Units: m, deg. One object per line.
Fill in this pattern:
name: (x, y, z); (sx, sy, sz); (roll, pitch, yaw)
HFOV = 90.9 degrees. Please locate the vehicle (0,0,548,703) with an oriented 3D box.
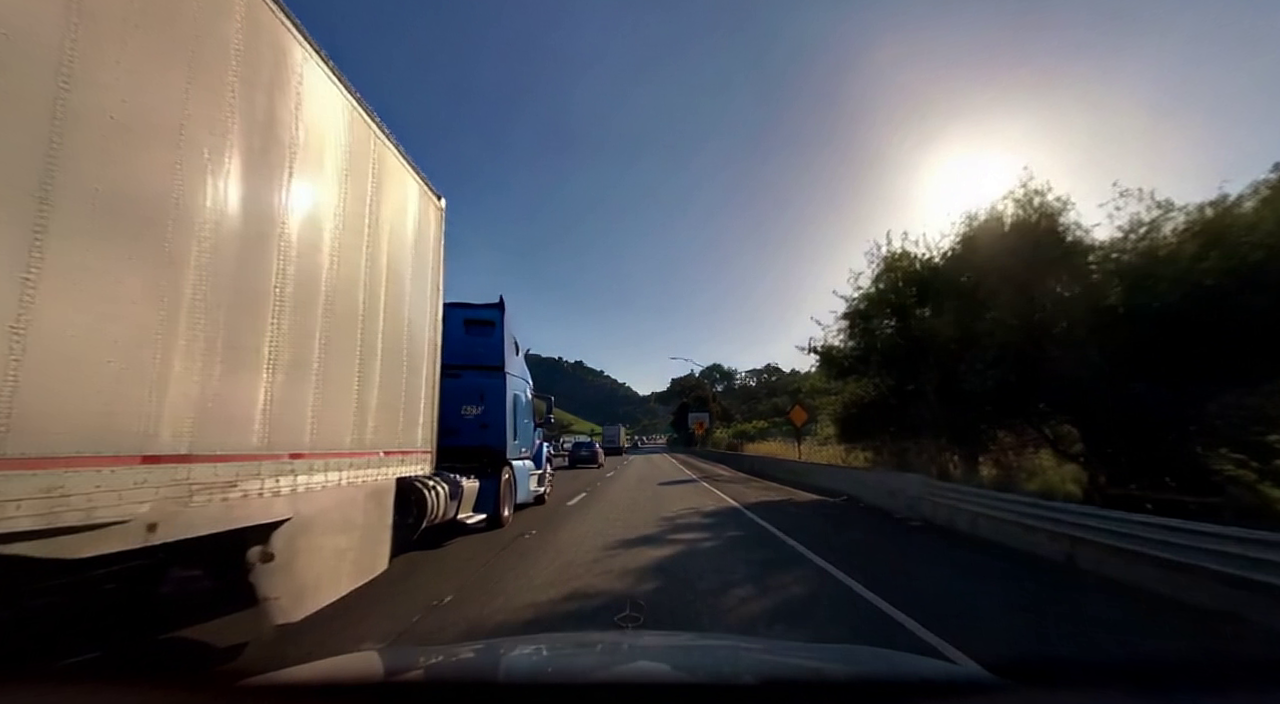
vehicle: (-3.265, -0.358, 2.669); (3.202, 4.352, 16.251); (0, -8, 0)
